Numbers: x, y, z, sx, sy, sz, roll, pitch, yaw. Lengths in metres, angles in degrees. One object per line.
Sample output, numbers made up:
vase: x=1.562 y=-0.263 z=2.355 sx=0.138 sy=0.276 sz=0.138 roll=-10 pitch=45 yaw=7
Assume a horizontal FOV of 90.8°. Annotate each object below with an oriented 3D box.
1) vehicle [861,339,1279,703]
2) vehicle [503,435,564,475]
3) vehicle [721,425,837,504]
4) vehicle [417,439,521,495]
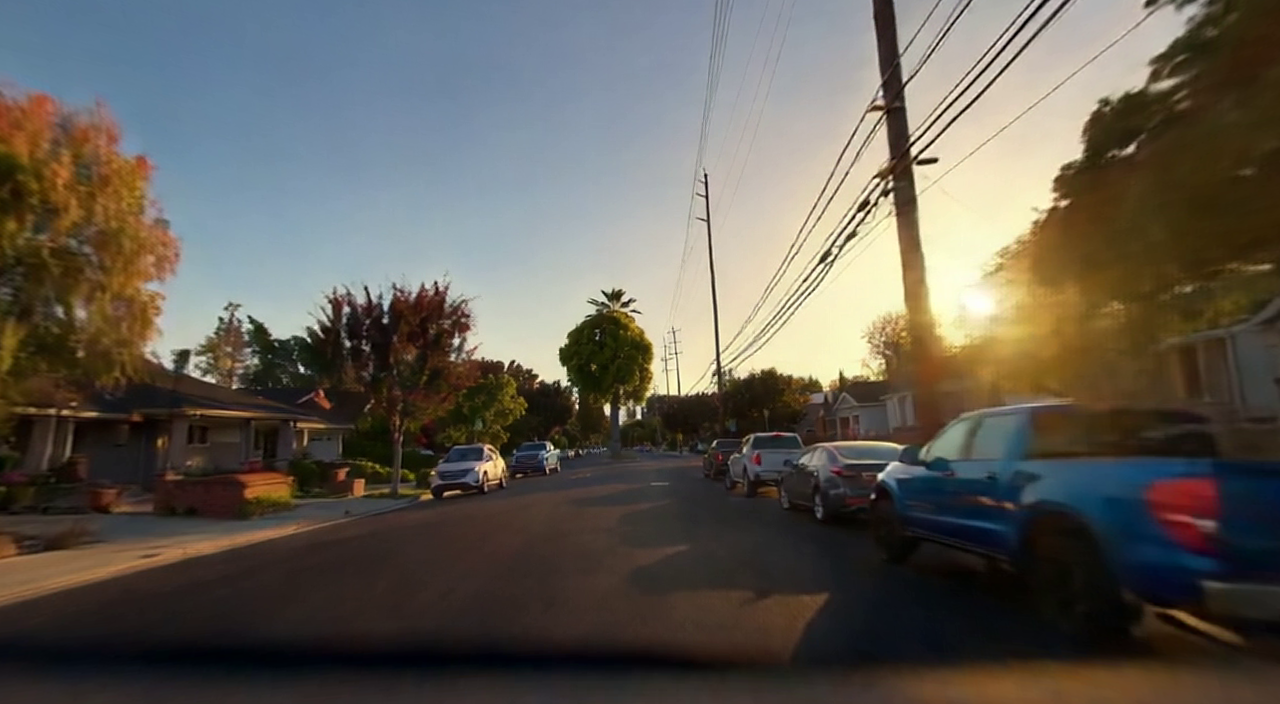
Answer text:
vehicle: x=3.540 y=1.150 z=4.979 sx=2.012 sy=1.777 sz=4.505 roll=0 pitch=-8 yaw=1
vehicle: x=-5.886 y=5.810 z=35.785 sx=2.455 sy=2.045 sz=6.171 roll=0 pitch=-8 yaw=0
vehicle: x=3.420 y=2.882 z=16.550 sx=1.979 sy=1.762 sz=4.621 roll=0 pitch=-8 yaw=0
vehicle: x=-5.879 y=4.009 z=22.484 sx=2.226 sy=1.768 sz=4.780 roll=0 pitch=-8 yaw=2
